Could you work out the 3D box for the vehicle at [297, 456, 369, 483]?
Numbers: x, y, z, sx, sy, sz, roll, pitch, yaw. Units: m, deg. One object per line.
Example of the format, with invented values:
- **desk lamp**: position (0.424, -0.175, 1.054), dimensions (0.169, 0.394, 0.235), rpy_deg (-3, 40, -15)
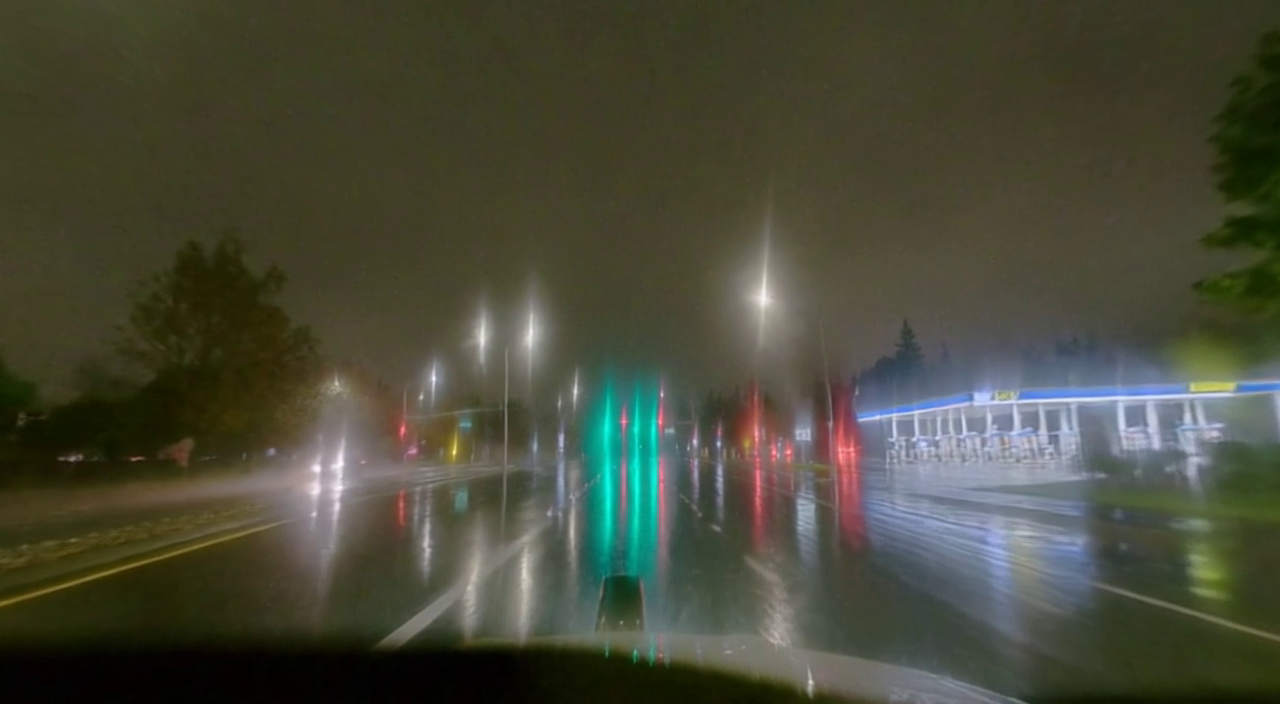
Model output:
- **vehicle**: position (-18.575, 7.095, 38.445), dimensions (2.048, 1.479, 4.490), rpy_deg (0, -8, 1)
